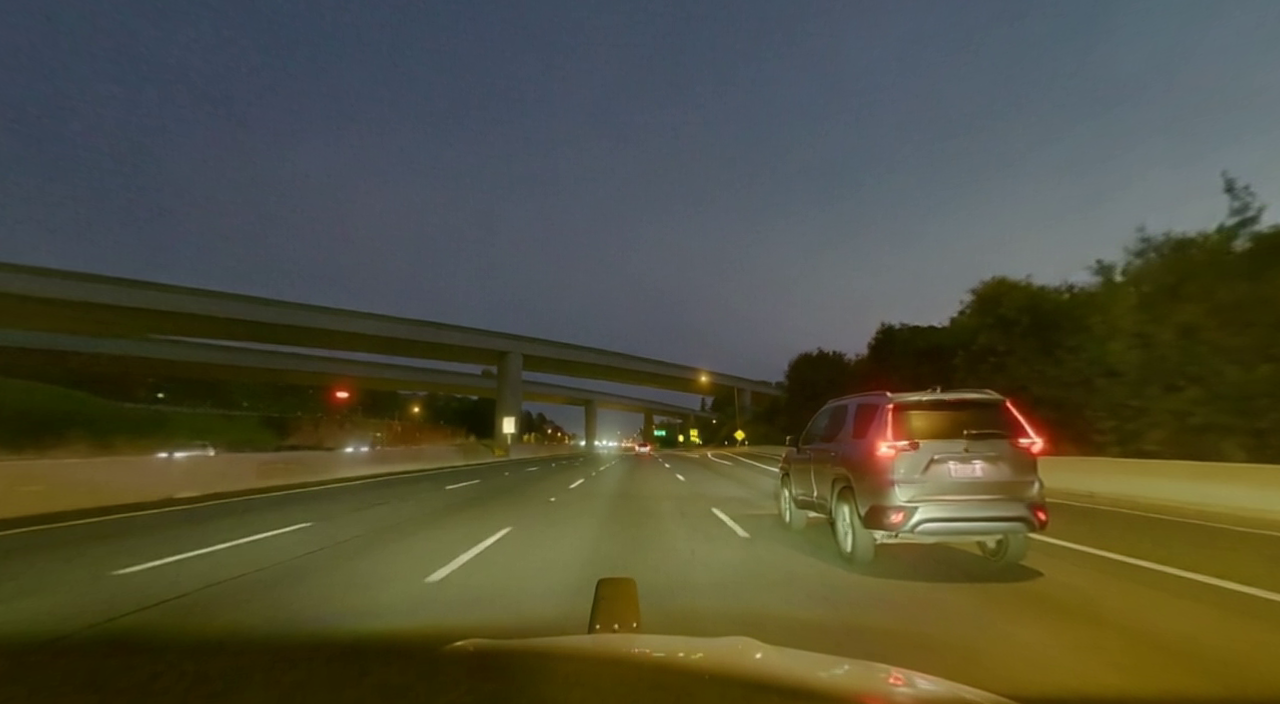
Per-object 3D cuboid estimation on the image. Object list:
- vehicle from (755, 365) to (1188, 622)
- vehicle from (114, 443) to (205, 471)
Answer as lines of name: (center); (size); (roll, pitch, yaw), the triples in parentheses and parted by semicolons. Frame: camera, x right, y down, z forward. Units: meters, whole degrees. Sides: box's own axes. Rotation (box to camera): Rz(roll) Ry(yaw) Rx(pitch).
vehicle: (2.956, 1.419, 7.294); (2.155, 1.918, 4.945); (0, -8, -2)
vehicle: (-27.890, 6.095, 36.901); (1.896, 1.483, 4.632); (0, -8, -4)
